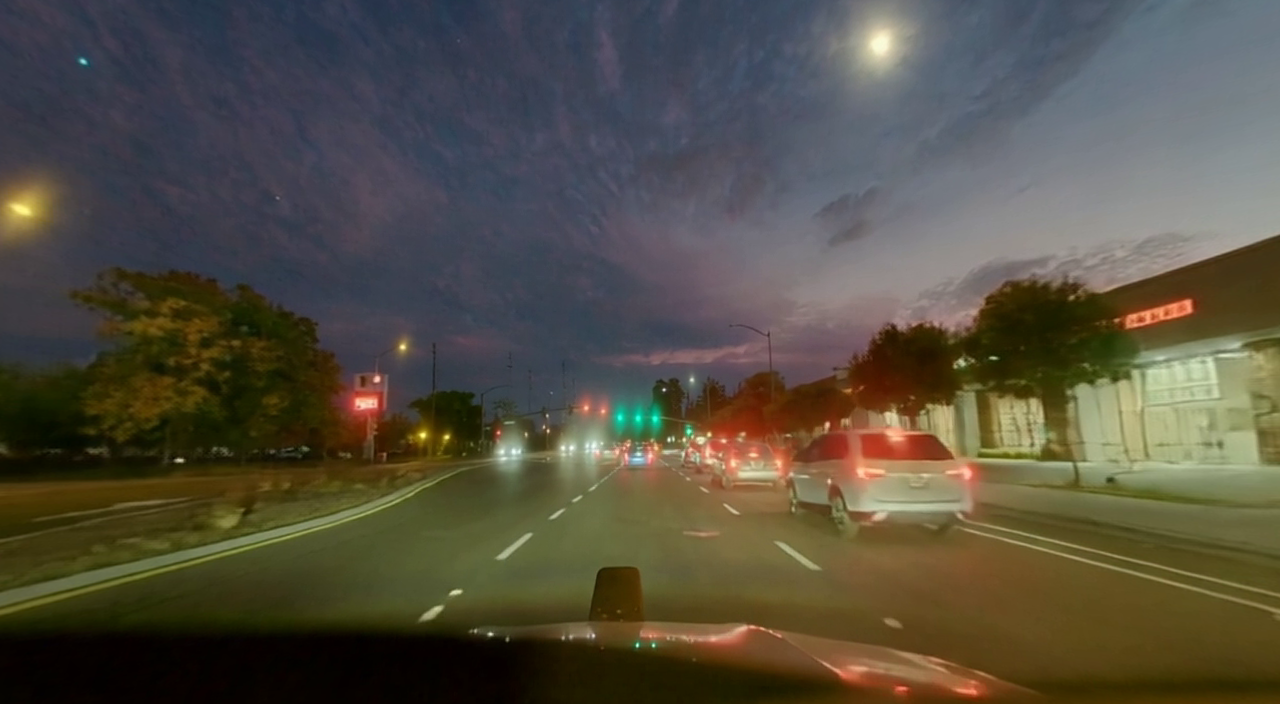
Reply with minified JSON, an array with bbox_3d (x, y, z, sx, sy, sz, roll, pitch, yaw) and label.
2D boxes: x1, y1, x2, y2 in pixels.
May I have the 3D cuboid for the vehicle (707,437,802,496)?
[{"bbox_3d":[3.173,3.260,18.471,1.864,1.484,4.662,0,-8,0],"label":"vehicle"}]

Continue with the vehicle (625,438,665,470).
[{"bbox_3d":[0.214,5.388,33.549,2.023,1.532,3.891,0,-8,-1],"label":"vehicle"}]

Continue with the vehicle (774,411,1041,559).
[{"bbox_3d":[3.496,1.820,9.317,2.085,1.668,4.077,0,-8,-1],"label":"vehicle"}]
